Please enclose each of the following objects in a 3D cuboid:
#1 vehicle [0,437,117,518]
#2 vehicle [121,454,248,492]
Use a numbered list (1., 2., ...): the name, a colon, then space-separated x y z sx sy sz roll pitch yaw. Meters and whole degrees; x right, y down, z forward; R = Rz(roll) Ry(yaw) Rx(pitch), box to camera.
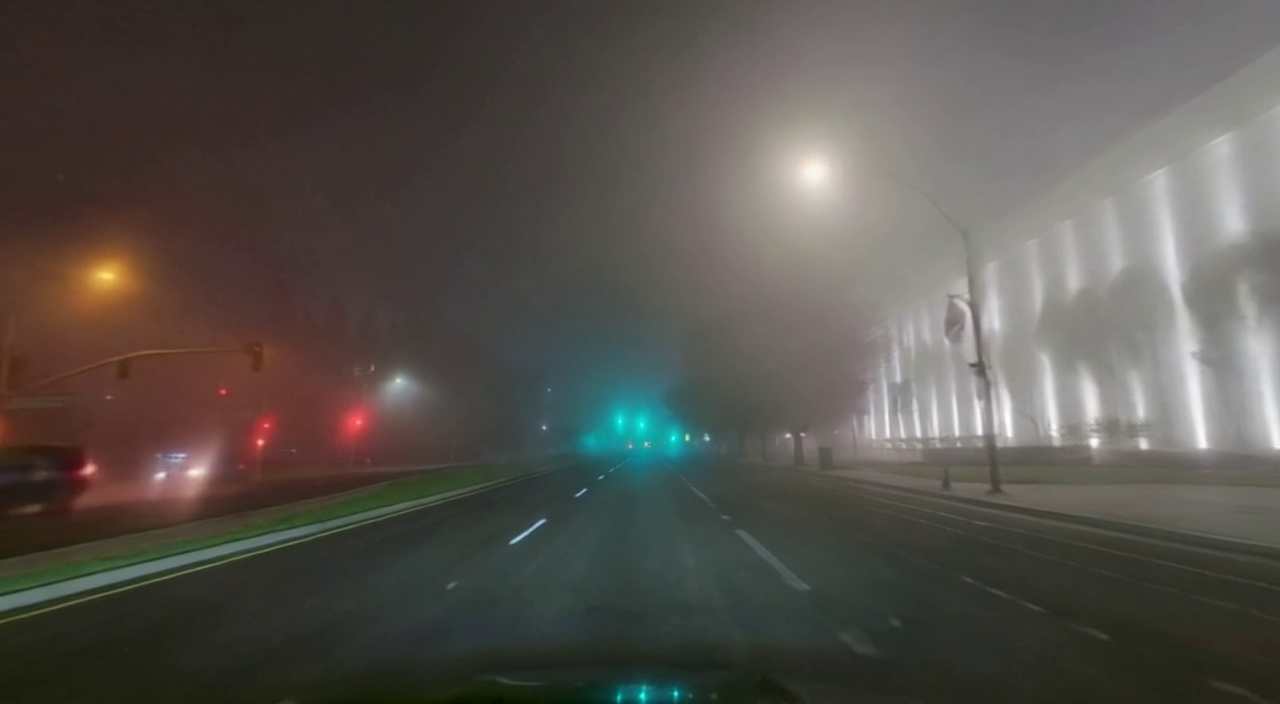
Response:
1. vehicle: -14.731 2.795 14.066 1.936 1.718 4.643 0 -8 1
2. vehicle: -19.304 5.118 26.944 1.832 1.432 4.855 0 -9 0
